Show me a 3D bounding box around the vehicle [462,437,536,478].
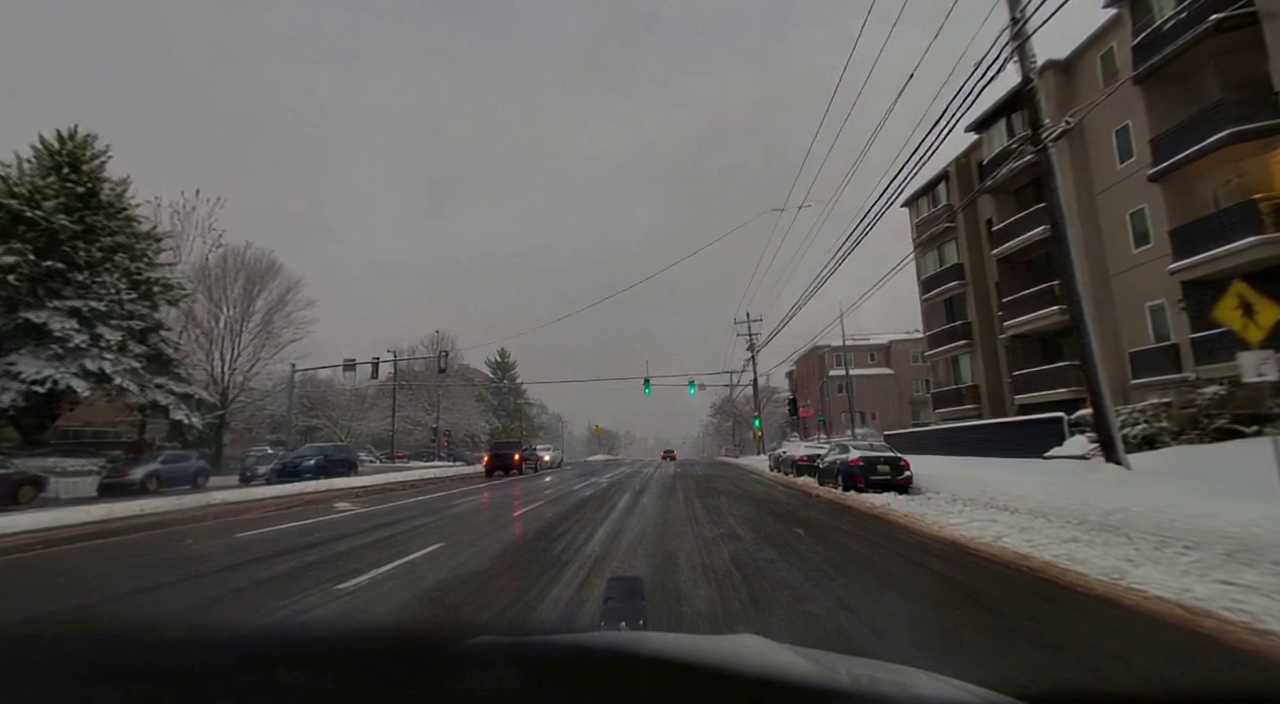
[{"bbox_3d":[-6.612,5.002,30.186,2.074,1.794,4.832,-1,-8,5],"label":"vehicle"}]

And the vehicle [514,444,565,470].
[{"bbox_3d":[-5.865,6.158,37.281,1.953,1.471,4.744,-1,-8,4],"label":"vehicle"}]

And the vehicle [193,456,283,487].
[{"bbox_3d":[-22.170,6.591,35.012,1.846,1.489,4.409,-1,-8,4],"label":"vehicle"}]

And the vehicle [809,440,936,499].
[{"bbox_3d":[6.521,3.316,18.339,2.121,1.459,4.591,0,-8,2],"label":"vehicle"}]

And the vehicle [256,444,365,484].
[{"bbox_3d":[-15.417,5.224,29.890,2.284,1.738,4.773,-1,-8,4],"label":"vehicle"}]

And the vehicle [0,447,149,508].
[{"bbox_3d":[-19.338,4.104,21.185,1.879,1.751,4.454,-1,-8,4],"label":"vehicle"}]
